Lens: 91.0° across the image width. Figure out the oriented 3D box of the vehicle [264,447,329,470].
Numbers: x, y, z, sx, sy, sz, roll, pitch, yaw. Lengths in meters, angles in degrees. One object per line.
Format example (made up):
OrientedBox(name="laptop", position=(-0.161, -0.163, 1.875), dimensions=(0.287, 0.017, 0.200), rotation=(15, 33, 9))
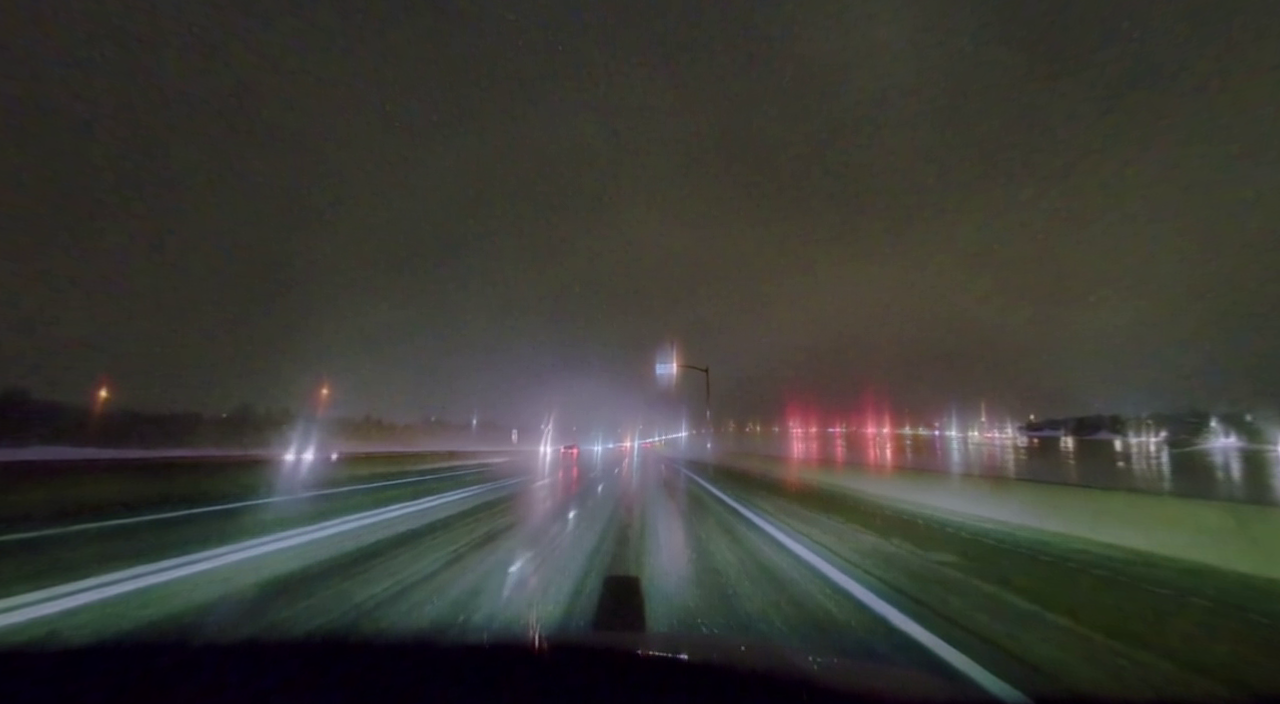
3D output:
OrientedBox(name="vehicle", position=(-23.848, 7.400, 43.902), dimensions=(1.878, 1.498, 4.496), rotation=(0, -9, 1))
